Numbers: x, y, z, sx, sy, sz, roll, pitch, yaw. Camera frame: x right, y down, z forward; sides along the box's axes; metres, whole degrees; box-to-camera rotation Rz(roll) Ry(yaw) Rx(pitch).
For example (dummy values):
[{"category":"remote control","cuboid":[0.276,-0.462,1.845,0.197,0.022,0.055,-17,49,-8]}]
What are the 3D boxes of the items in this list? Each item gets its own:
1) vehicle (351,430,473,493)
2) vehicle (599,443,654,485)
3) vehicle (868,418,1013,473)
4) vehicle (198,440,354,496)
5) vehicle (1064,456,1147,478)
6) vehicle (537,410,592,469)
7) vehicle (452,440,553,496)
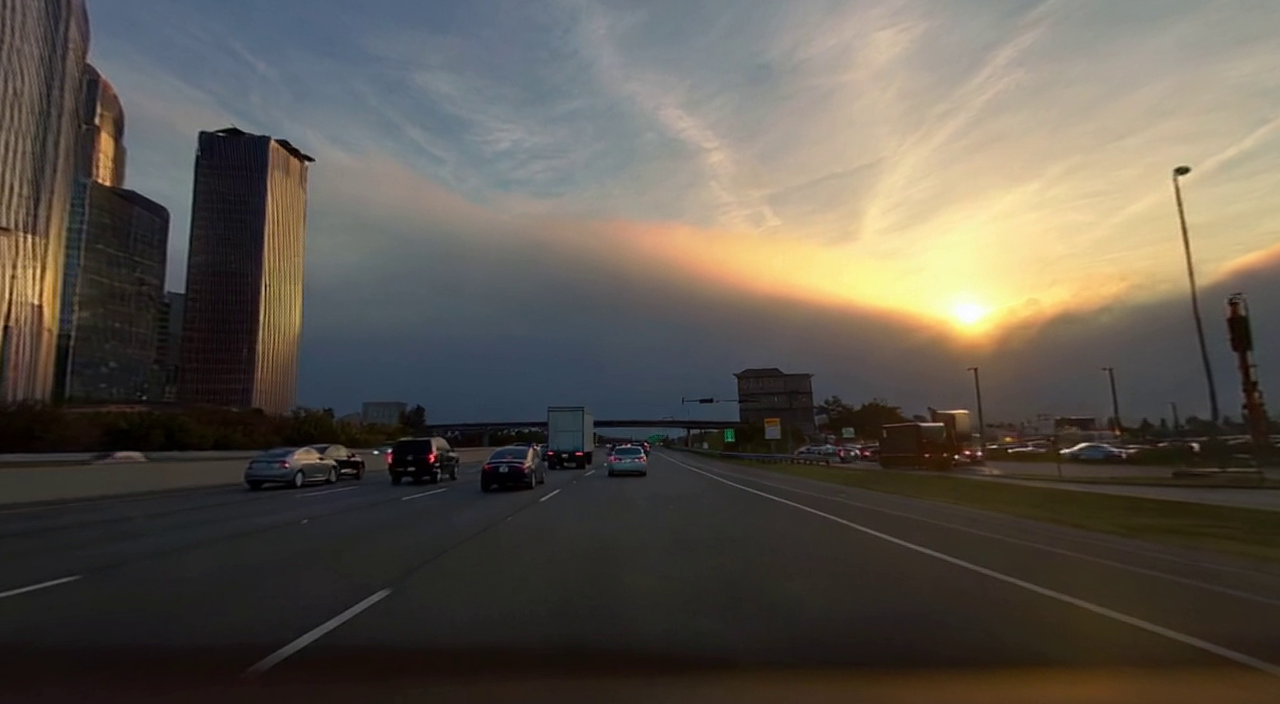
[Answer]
[{"category":"vehicle","cuboid":[-7.431,3.618,21.158,2.190,1.821,4.800,0,-9,1]},{"category":"vehicle","cuboid":[-0.500,4.356,24.839,1.991,1.488,3.922,0,-9,0]},{"category":"vehicle","cuboid":[23.126,7.272,49.001,3.015,3.855,9.519,9,-12,-43]},{"category":"vehicle","cuboid":[-10.960,3.494,19.463,1.987,1.495,4.710,0,-9,0]},{"category":"vehicle","cuboid":[32.868,8.124,44.577,4.258,1.498,1.904,-1,-9,5]},{"category":"vehicle","cuboid":[-4.690,5.712,40.732,2.955,3.359,8.322,1,-9,-3]},{"category":"vehicle","cuboid":[-4.035,3.477,19.234,2.016,1.497,4.235,0,-9,1]}]
